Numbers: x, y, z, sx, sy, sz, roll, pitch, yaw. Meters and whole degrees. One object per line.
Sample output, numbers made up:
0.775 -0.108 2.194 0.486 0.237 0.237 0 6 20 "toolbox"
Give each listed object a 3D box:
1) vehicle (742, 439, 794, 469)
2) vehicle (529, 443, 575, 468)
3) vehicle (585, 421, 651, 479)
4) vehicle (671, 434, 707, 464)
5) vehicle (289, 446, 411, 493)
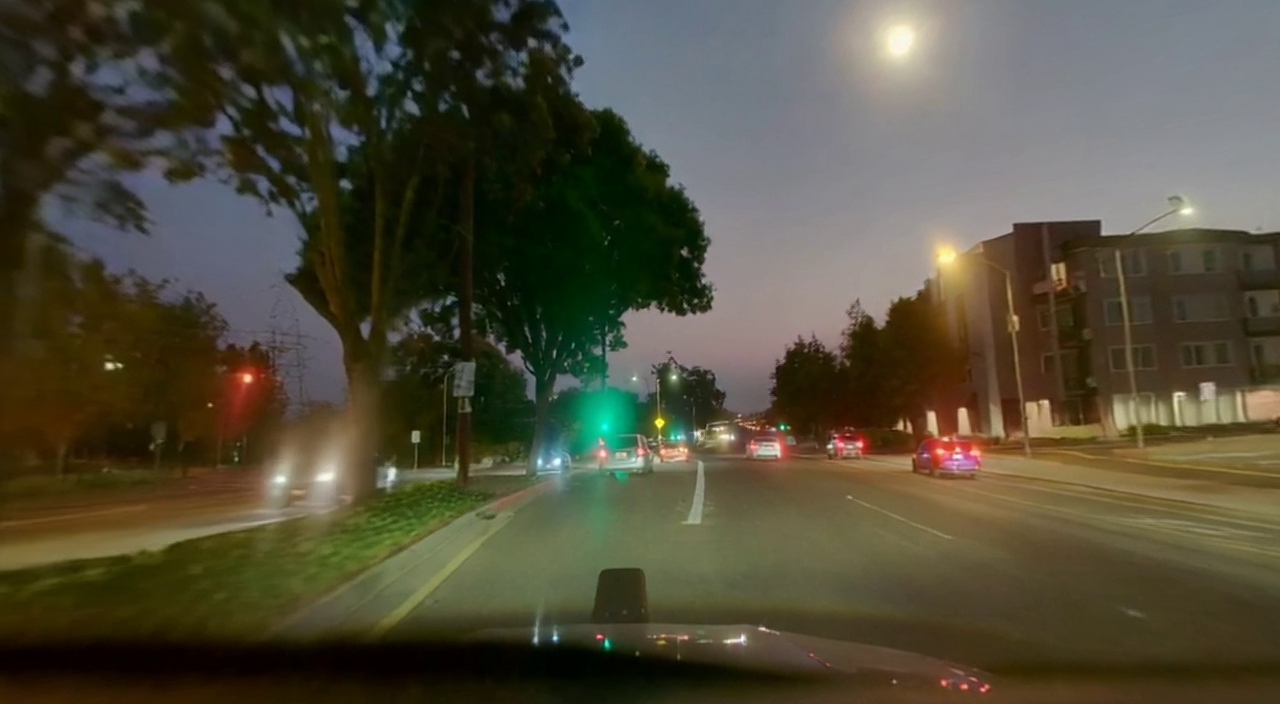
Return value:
6.724 5.379 33.546 2.075 1.486 4.316 -1 -8 3 "vehicle"
-5.543 6.587 40.369 1.955 1.460 4.434 -1 -8 5 "vehicle"
-0.779 3.994 25.878 2.396 2.143 4.824 0 -8 2 "vehicle"
3.277 6.316 41.300 2.222 1.841 4.031 -1 -8 6 "vehicle"
-10.176 4.120 22.588 1.965 1.486 4.494 -1 -8 5 "vehicle"
